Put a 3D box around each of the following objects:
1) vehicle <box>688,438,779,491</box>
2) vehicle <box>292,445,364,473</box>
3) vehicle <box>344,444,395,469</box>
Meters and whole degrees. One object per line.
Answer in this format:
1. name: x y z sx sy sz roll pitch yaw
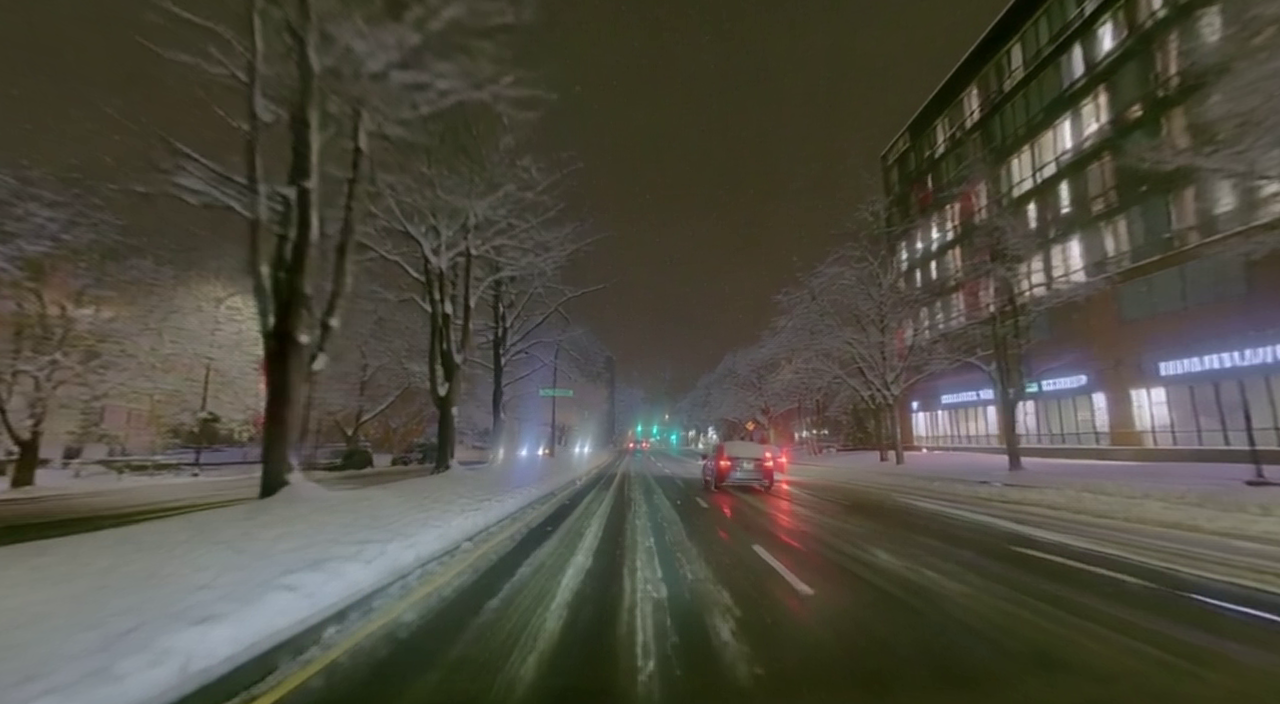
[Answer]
1. vehicle: 2.815 3.540 20.220 2.131 1.491 4.496 0 -8 -1
2. vehicle: -19.649 6.732 40.064 1.977 1.687 4.909 0 -8 1
3. vehicle: -19.637 7.593 46.000 1.875 1.734 4.252 0 -8 -1
